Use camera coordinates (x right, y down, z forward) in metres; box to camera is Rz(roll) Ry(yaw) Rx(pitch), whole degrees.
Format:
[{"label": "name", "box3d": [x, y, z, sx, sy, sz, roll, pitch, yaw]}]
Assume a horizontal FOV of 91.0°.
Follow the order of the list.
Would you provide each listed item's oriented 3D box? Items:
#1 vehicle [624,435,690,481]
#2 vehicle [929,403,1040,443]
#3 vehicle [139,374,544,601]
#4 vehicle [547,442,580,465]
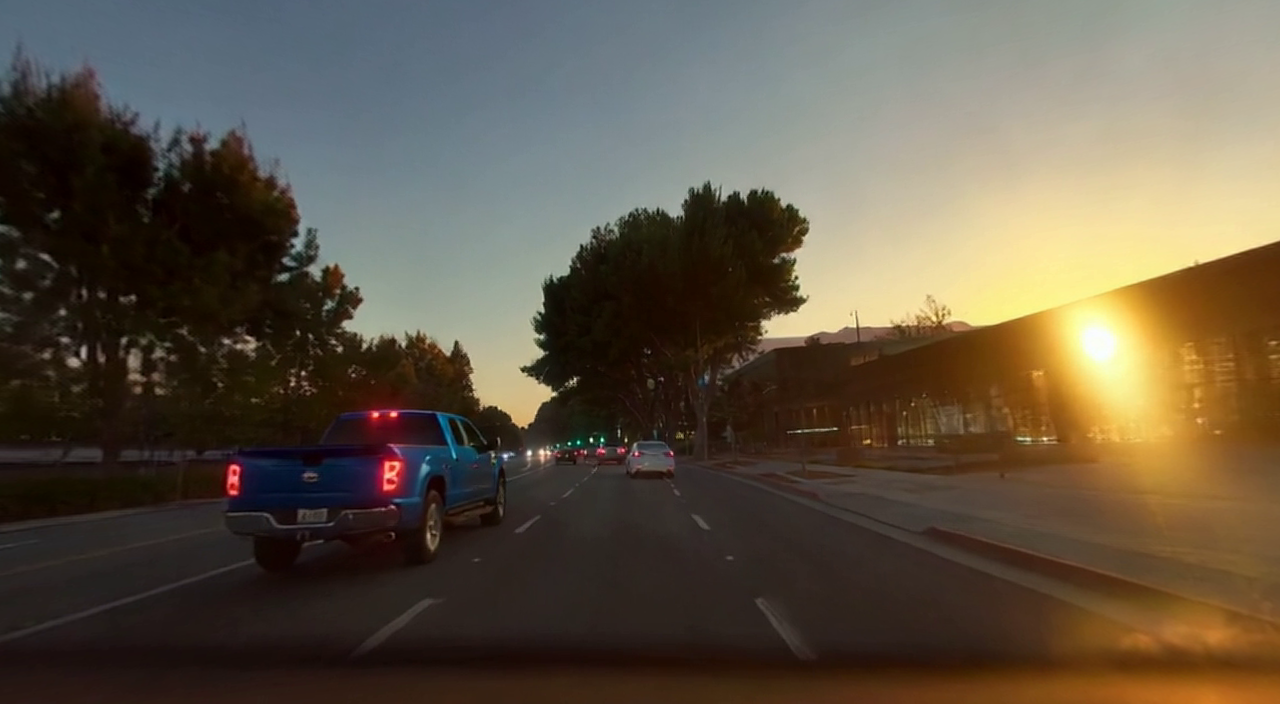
[{"label": "vehicle", "box3d": [0.517, 3.905, 23.394, 2.142, 1.528, 4.133, 0, -9, -3]}, {"label": "vehicle", "box3d": [22.268, 4.676, 41.005, 6.027, 2.377, 2.245, -4, -10, 26]}, {"label": "vehicle", "box3d": [-3.088, 1.618, 8.500, 2.512, 1.992, 5.725, 0, -9, 2]}, {"label": "vehicle", "box3d": [-5.126, 6.791, 42.292, 2.018, 1.458, 4.350, 1, -9, -7]}]
